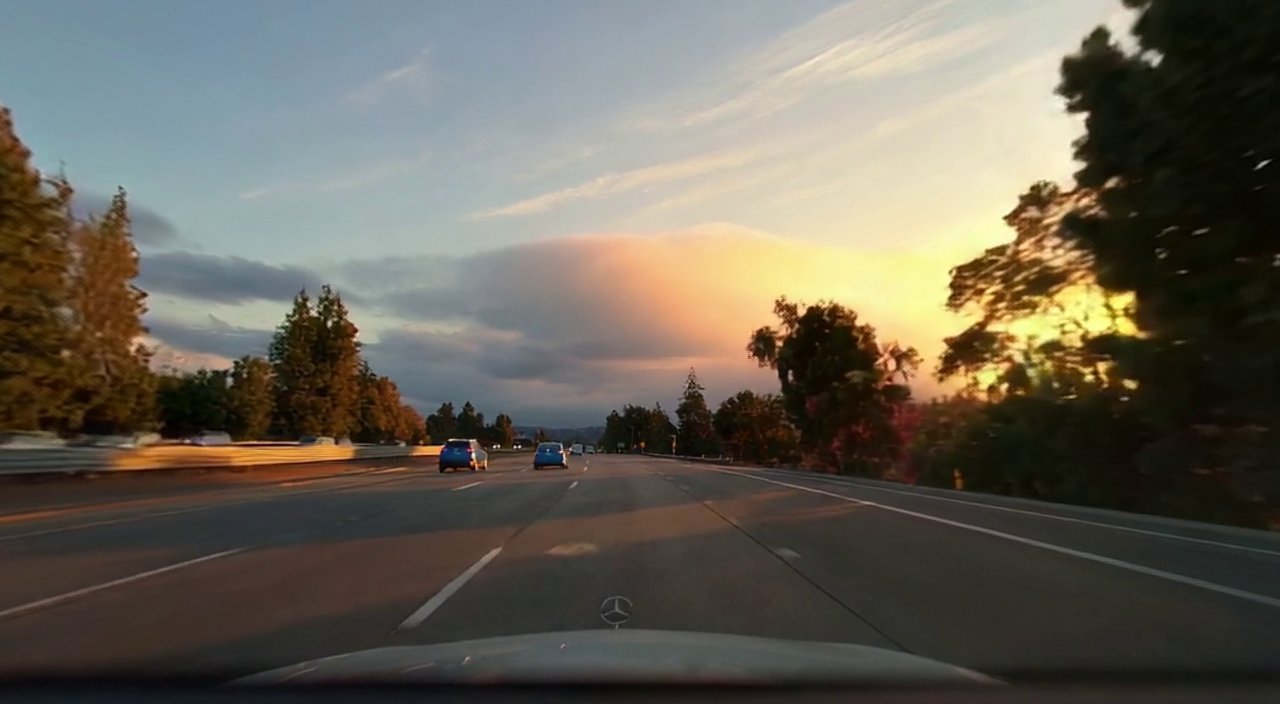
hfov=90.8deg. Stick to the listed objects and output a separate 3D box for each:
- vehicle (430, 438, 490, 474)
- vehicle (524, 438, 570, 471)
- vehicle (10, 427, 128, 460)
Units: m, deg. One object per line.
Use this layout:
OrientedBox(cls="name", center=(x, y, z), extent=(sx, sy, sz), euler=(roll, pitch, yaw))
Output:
OrientedBox(cls="vehicle", center=(-9.277, 5.396, 32.934), extent=(2.016, 1.711, 4.365), euler=(0, -9, -3))
OrientedBox(cls="vehicle", center=(-5.272, 5.874, 36.256), extent=(2.146, 1.766, 4.502), euler=(0, -9, -3))
OrientedBox(cls="vehicle", center=(-30.047, 4.886, 33.487), extent=(1.935, 1.624, 4.829), euler=(0, -9, -3))
